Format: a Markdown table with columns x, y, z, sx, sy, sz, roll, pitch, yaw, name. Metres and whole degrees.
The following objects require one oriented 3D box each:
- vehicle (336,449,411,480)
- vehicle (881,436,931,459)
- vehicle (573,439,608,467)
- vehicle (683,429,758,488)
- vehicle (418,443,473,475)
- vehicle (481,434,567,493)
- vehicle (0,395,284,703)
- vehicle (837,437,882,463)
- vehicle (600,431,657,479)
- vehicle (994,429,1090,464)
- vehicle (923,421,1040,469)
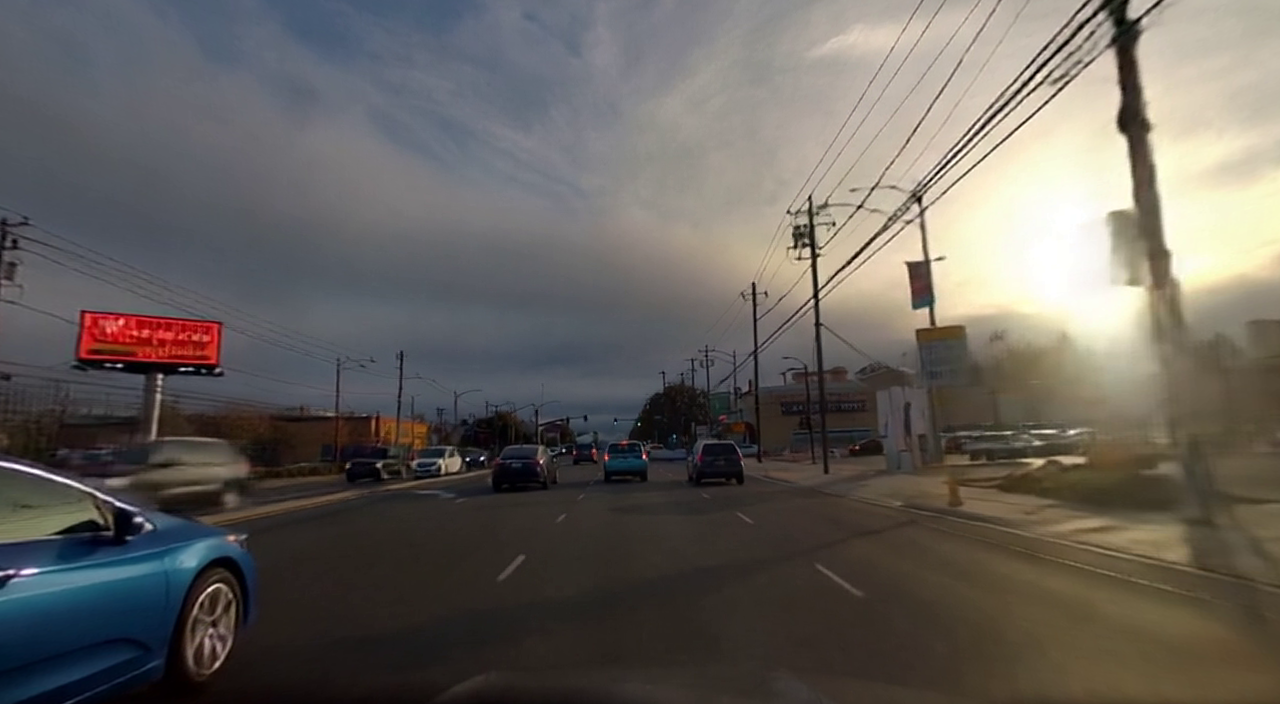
| x | y | z | sx | sy | sz | roll | pitch | yaw | name |
| --- | --- | --- | --- | --- | --- | --- | --- | --- | --- |
| -15.021 | 6.325 | 35.910 | 2.258 | 1.586 | 4.820 | 0 | -8 | -1 | vehicle |
| 19.215 | 6.900 | 45.860 | 1.883 | 1.499 | 4.403 | -1 | -8 | 3 | vehicle |
| -3.827 | 7.914 | 49.689 | 2.405 | 2.009 | 5.909 | 0 | -8 | -1 | vehicle |
| 2.774 | 3.763 | 22.682 | 2.026 | 1.904 | 4.102 | 0 | -8 | -2 | vehicle |
| -11.655 | 6.439 | 38.220 | 2.016 | 1.773 | 4.433 | 0 | -8 | -1 | vehicle |
| -3.603 | 3.522 | 20.337 | 2.051 | 1.671 | 3.861 | 0 | -8 | 0 | vehicle |
| -3.339 | 0.849 | 1.840 | 2.022 | 1.498 | 4.471 | 0 | -8 | -1 | vehicle |
| 14.729 | 6.511 | 42.197 | 1.990 | 1.597 | 4.475 | -5 | -10 | 29 | vehicle |
| -0.535 | 4.523 | 27.879 | 2.326 | 1.925 | 4.253 | 0 | -8 | -2 | vehicle |
| 19.269 | 4.581 | 30.532 | 1.941 | 1.536 | 3.956 | 0 | -9 | -1 | vehicle |
| 16.122 | 4.474 | 30.317 | 2.409 | 1.981 | 5.809 | -2 | -9 | 1 | vehicle |
